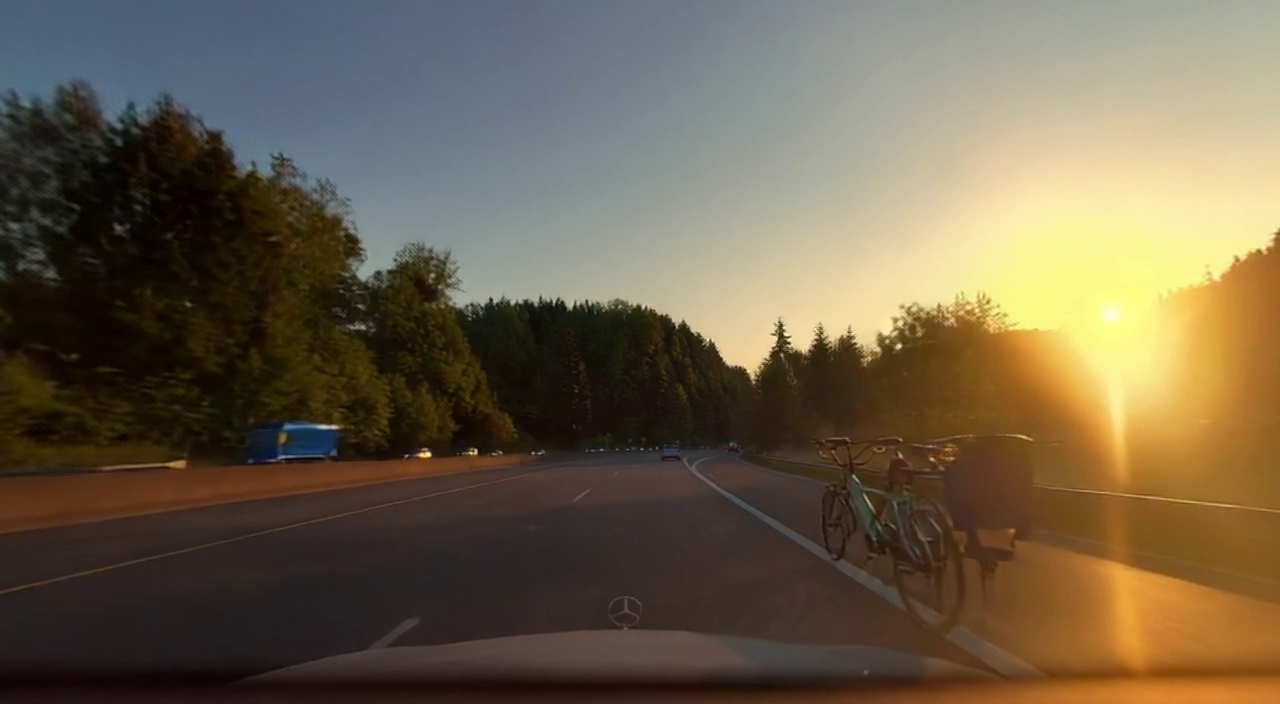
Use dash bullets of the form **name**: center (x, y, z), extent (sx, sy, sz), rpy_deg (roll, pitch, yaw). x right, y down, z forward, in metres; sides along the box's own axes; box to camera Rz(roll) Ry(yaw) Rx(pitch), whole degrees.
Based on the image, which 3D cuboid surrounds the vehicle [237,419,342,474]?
- **vehicle**: center (-25.319, 6.920, 46.093), extent (3.046, 3.634, 7.542), rpy_deg (0, -9, 2)
